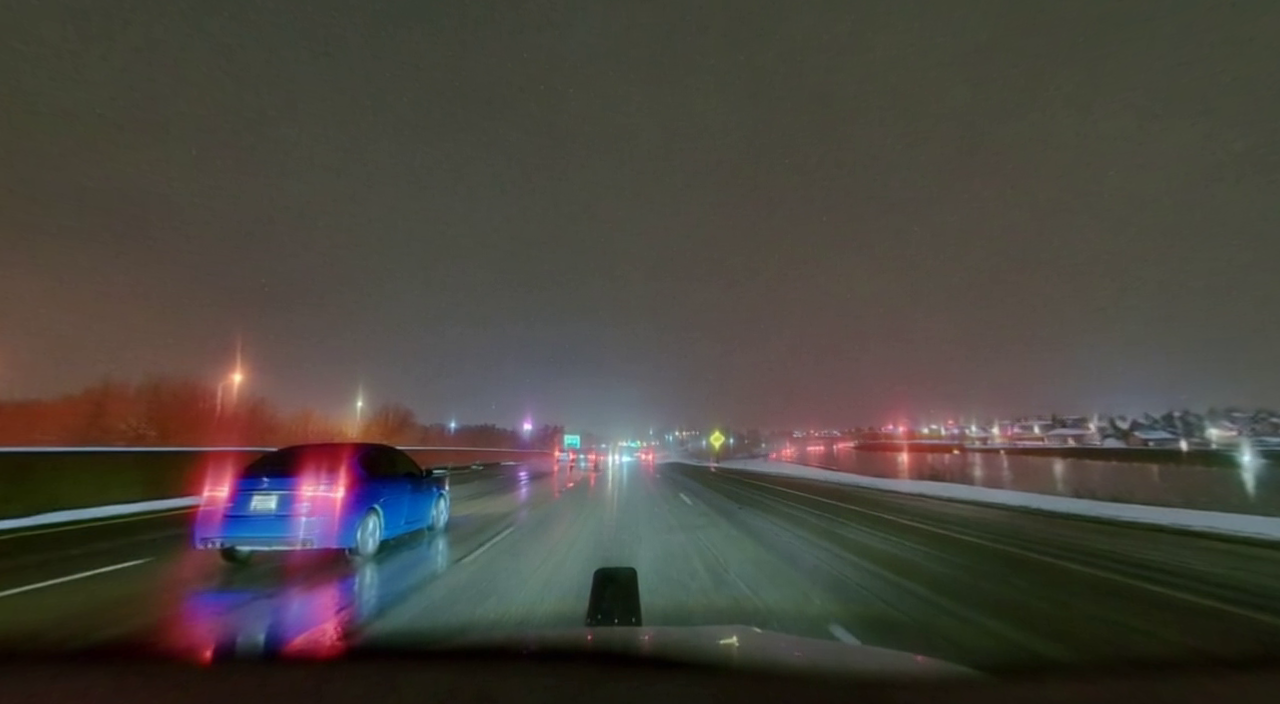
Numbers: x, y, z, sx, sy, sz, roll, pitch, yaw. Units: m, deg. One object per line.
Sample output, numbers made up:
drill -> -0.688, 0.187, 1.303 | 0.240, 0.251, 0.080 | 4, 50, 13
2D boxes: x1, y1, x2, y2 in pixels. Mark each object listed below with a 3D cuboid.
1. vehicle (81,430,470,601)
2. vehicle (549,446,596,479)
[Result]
vehicle -> -3.797, 1.773, 7.813 | 2.114, 1.480, 4.473 | 0, -9, 0
vehicle -> -3.624, 6.029, 34.815 | 2.075, 1.702, 4.257 | 0, -9, 0
